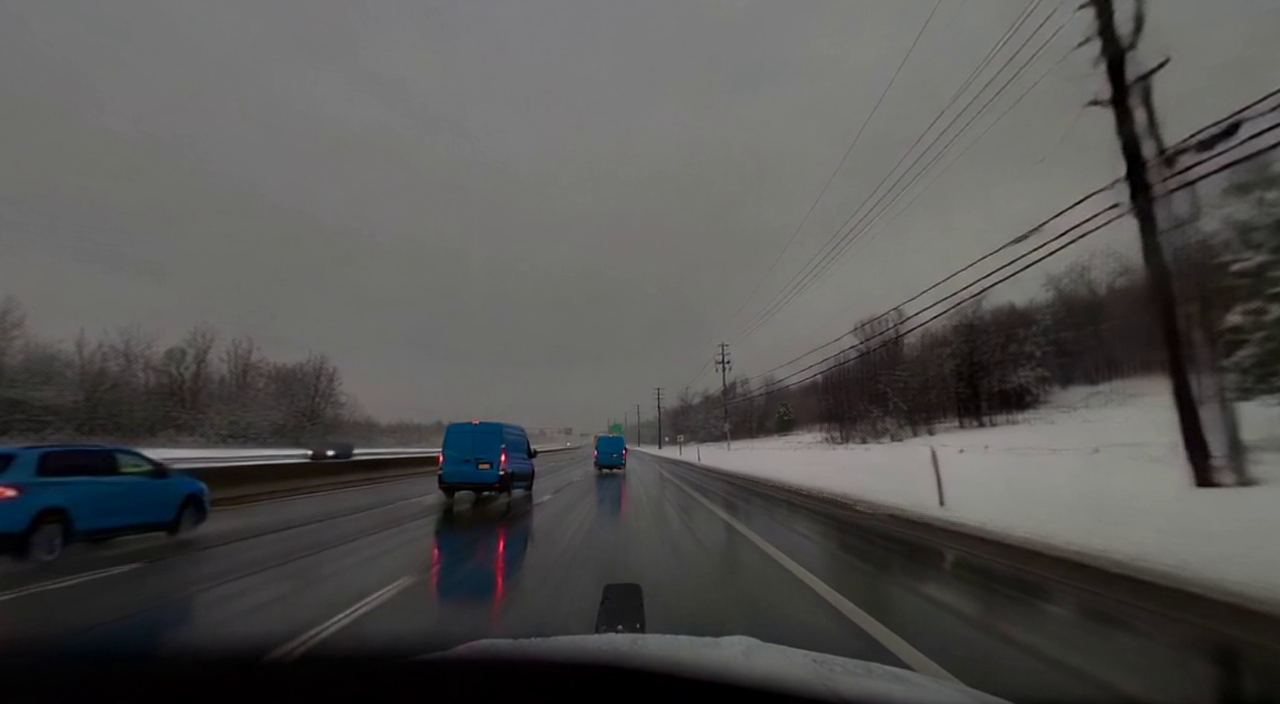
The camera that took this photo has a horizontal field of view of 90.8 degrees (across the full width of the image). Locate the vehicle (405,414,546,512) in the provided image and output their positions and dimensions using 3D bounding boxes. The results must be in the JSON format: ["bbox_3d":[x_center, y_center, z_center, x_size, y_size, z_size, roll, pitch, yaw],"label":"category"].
[{"bbox_3d":[-3.778,2.695,15.622,2.145,2.010,4.980,0,-9,0],"label":"vehicle"}]

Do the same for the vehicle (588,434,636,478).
[{"bbox_3d":[-1.318,5.228,31.961,2.197,2.011,5.130,0,-9,0],"label":"vehicle"}]

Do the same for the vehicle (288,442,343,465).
[{"bbox_3d":[-23.703,7.428,46.221,1.975,1.596,3.990,0,-9,-1],"label":"vehicle"}]

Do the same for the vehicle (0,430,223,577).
[{"bbox_3d":[-7.769,1.782,7.777,1.975,1.540,4.759,0,-9,0],"label":"vehicle"}]
